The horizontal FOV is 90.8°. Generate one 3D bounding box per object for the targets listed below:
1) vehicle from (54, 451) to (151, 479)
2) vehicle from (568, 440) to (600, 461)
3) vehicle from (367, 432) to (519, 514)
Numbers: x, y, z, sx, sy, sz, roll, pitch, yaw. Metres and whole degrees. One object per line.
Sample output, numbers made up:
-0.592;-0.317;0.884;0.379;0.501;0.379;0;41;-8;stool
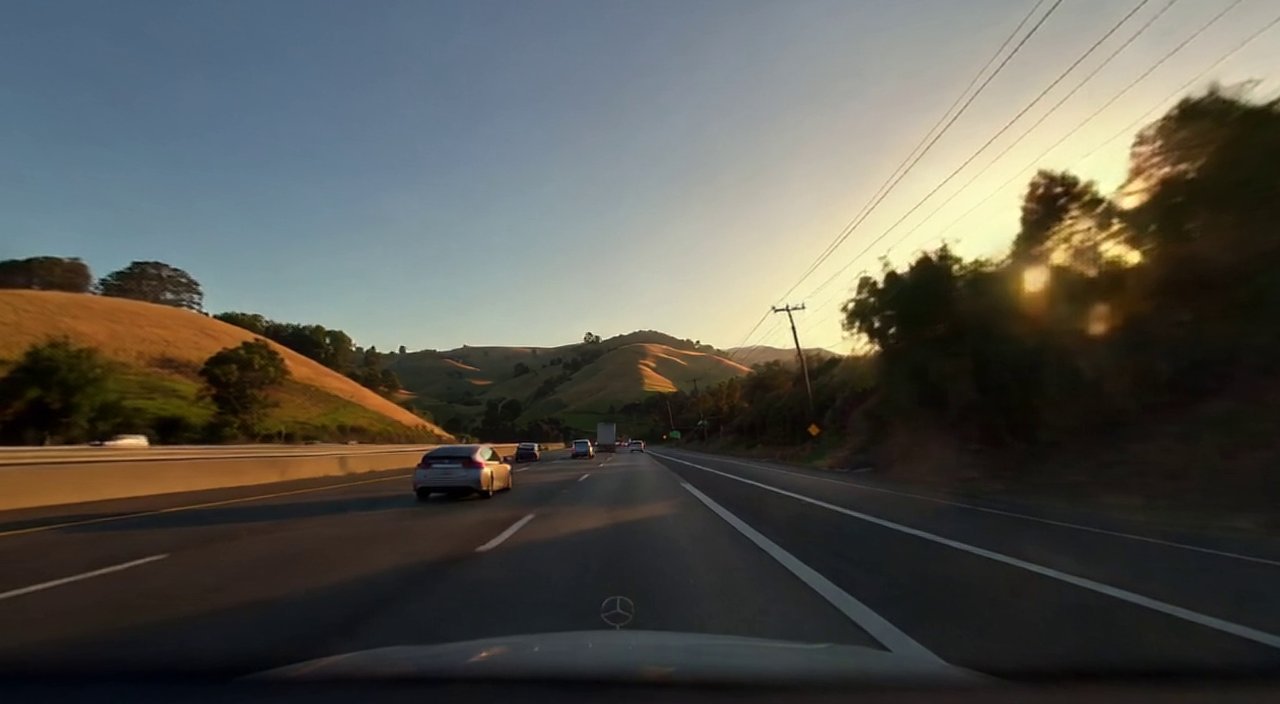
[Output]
-29.891;6.261;35.295;1.916;1.471;3.905;0;-9;1;vehicle
-4.136;7.339;47.163;2.038;1.533;4.103;0;-9;-1;vehicle
-4.121;2.610;14.116;1.963;1.533;4.477;0;-9;0;vehicle
